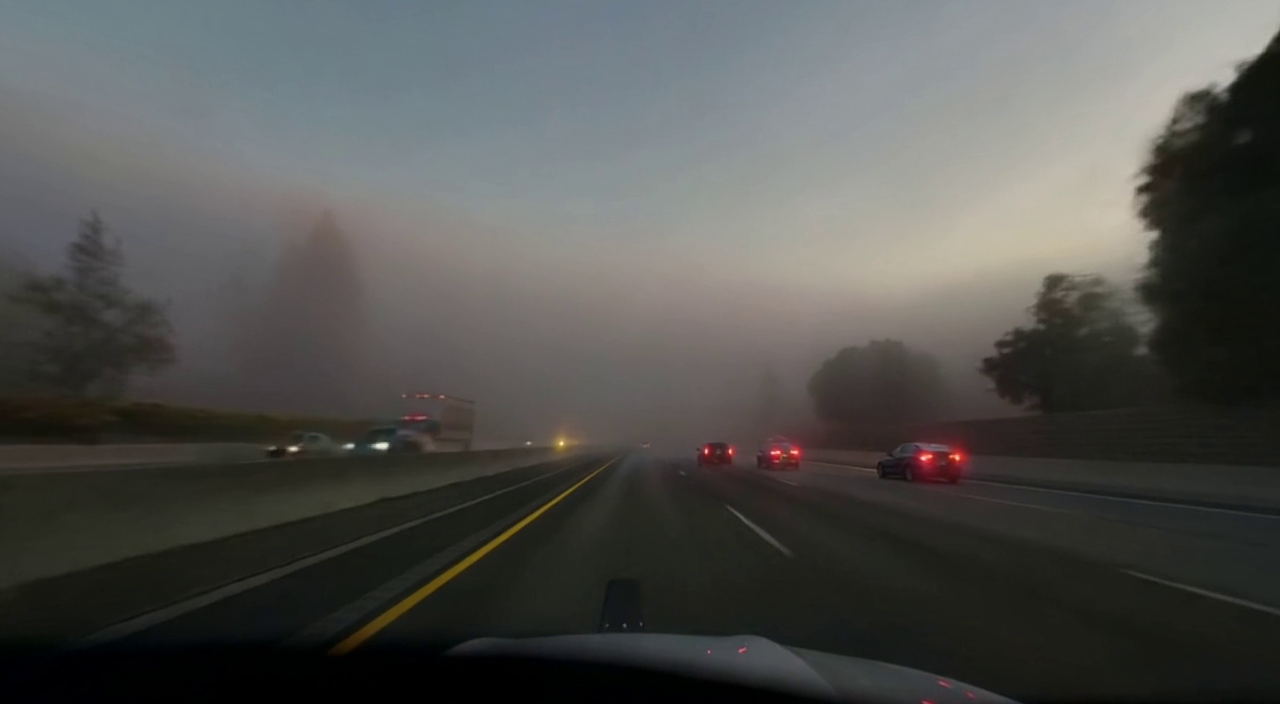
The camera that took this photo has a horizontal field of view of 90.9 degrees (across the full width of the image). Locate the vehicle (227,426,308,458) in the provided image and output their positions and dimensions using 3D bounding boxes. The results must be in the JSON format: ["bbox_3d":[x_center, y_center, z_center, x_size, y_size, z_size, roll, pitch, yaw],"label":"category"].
[{"bbox_3d":[-17.251,4.228,29.409,1.551,1.393,3.450,0,-9,2],"label":"vehicle"}]

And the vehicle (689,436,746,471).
[{"bbox_3d":[3.813,5.102,31.923,2.326,1.644,4.206,0,-8,-1],"label":"vehicle"}]

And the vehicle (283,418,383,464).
[{"bbox_3d":[-10.451,3.090,21.755,1.617,1.442,3.488,0,-8,1],"label":"vehicle"}]

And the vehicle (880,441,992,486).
[{"bbox_3d":[10.728,4.046,23.313,1.970,1.479,4.480,0,-8,0],"label":"vehicle"}]

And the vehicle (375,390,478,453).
[{"bbox_3d":[-13.765,4.844,42.047,3.009,3.639,10.635,0,-9,1],"label":"vehicle"}]

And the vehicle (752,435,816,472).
[{"bbox_3d":[7.280,5.183,32.388,2.178,1.749,4.570,0,-8,-1],"label":"vehicle"}]
